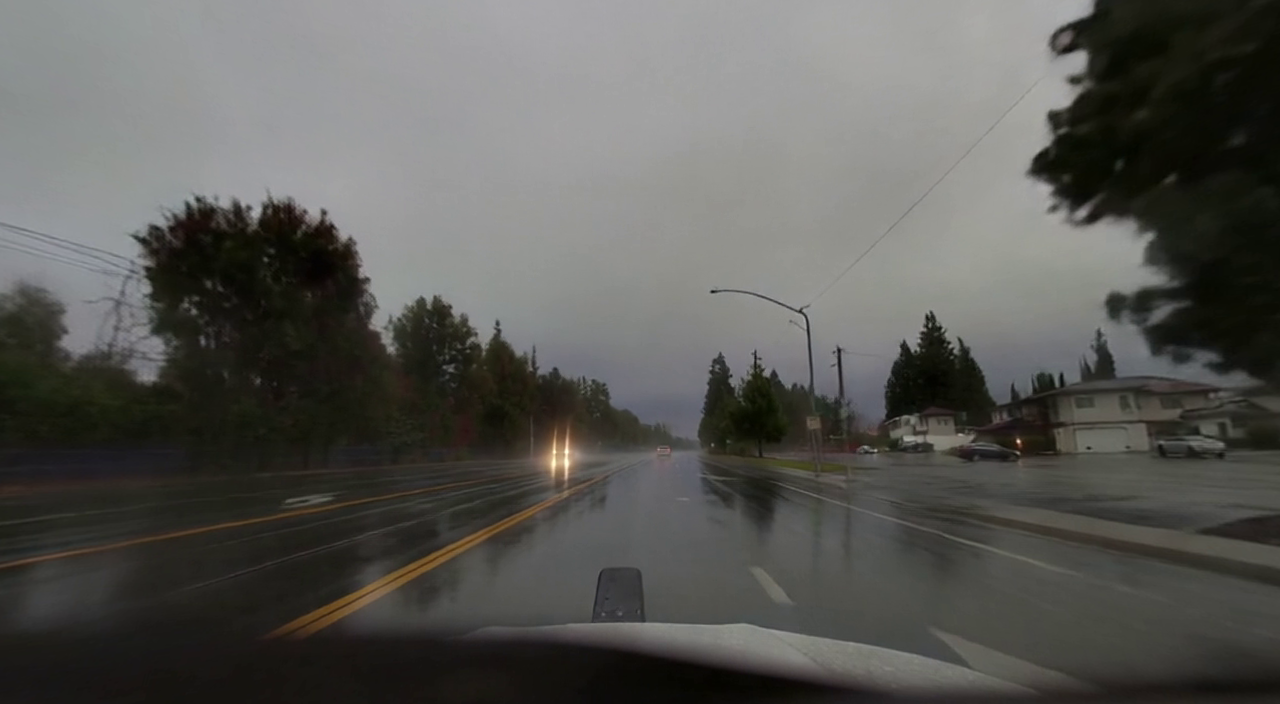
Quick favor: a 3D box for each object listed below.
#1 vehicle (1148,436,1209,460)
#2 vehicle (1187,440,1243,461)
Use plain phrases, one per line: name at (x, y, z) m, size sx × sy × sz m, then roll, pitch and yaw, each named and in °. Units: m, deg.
vehicle at (42.269, 7.553, 49.571) m, size 4.494 × 1.782 × 2.212 m, roll 5°, pitch -10°, yaw -32°
vehicle at (42.576, 7.276, 46.741) m, size 4.028 × 1.539 × 1.815 m, roll 5°, pitch -10°, yaw -31°
